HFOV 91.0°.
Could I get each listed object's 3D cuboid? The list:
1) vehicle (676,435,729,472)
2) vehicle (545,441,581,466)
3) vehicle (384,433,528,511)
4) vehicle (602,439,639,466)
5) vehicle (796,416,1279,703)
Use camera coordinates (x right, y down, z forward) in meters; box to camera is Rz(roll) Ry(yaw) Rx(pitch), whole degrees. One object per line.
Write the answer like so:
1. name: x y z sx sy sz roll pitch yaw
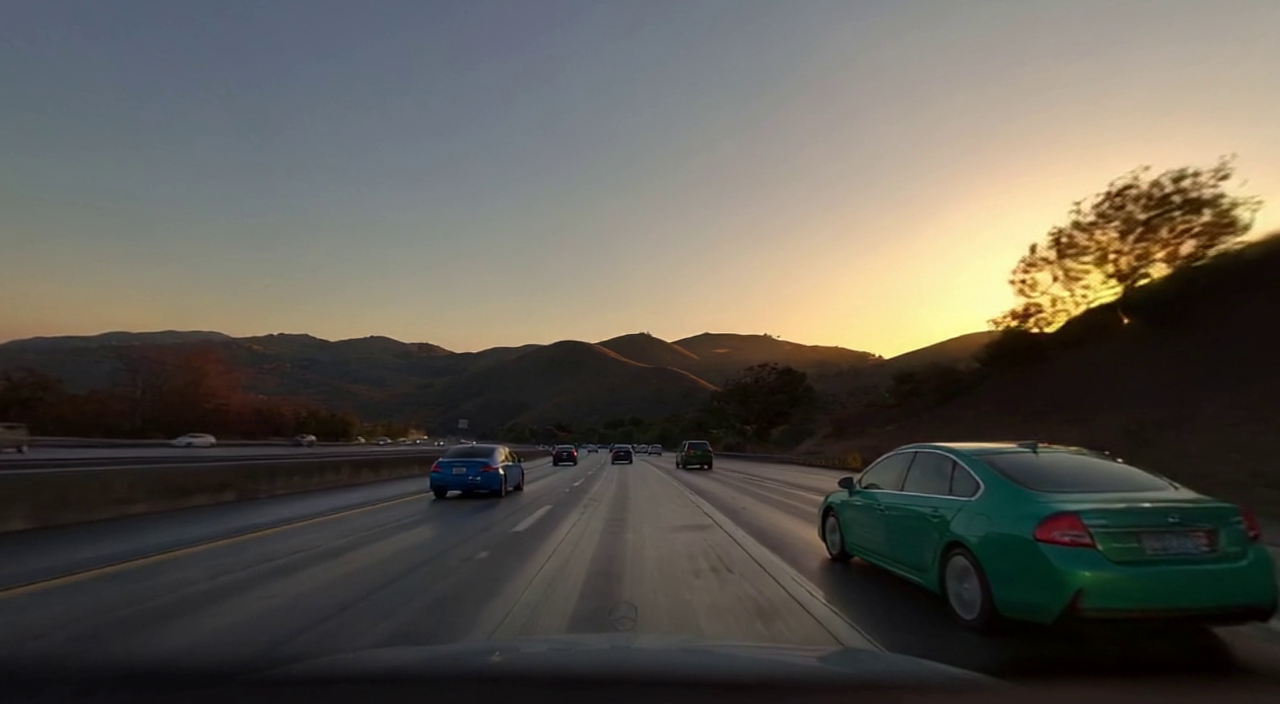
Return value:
1. vehicle: 3.238 5.407 33.631 2.222 1.820 4.733 1 -9 -1
2. vehicle: -4.846 6.429 39.967 1.796 1.464 3.839 0 -9 -1
3. vehicle: -3.971 2.669 14.439 1.993 1.500 4.248 0 -9 0
4. vehicle: -1.202 6.310 39.609 2.147 1.572 4.094 0 -9 -1
5. vehicle: 3.080 1.468 5.746 2.136 1.511 4.706 0 -9 1
